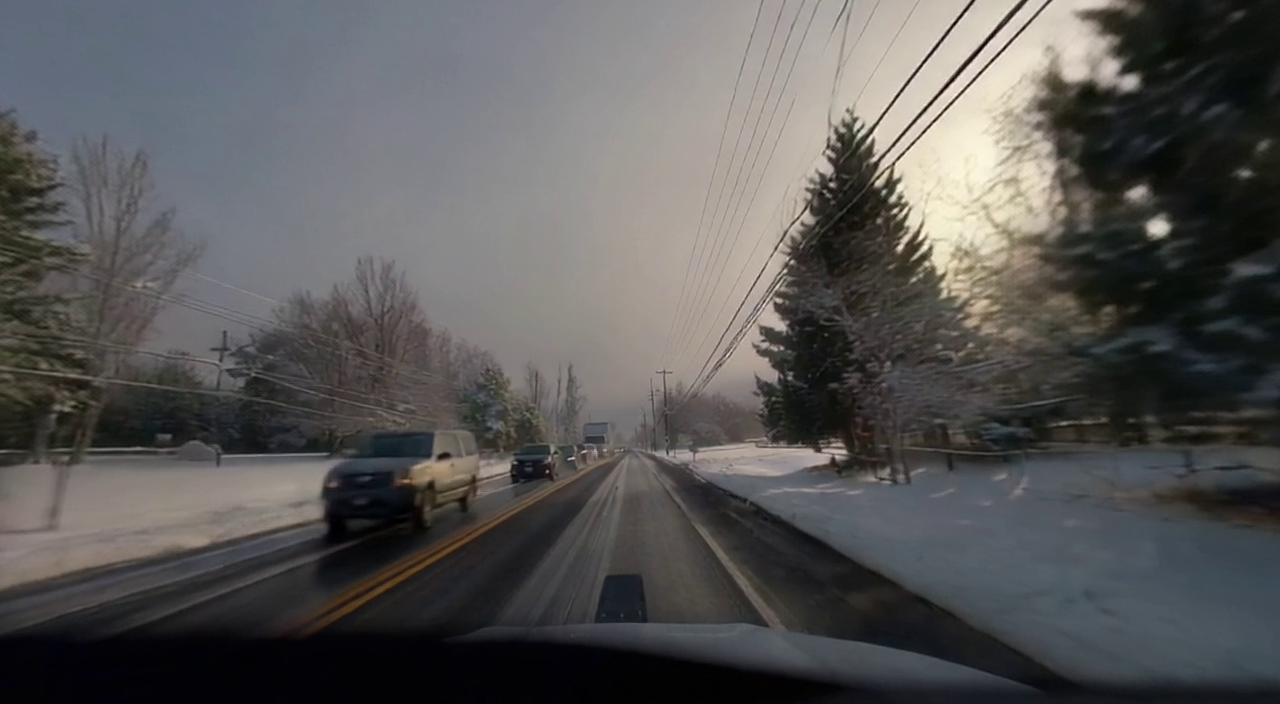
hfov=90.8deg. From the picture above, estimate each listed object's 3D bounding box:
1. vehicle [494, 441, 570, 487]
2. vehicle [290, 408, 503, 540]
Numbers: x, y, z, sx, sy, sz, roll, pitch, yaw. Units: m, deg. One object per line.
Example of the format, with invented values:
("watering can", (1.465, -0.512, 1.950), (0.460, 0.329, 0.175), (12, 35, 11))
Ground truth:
("vehicle", (-4.517, 4.734, 27.189), (2.284, 1.634, 4.756), (-3, -8, 1))
("vehicle", (-4.654, 2.376, 13.193), (2.549, 2.028, 5.180), (-3, -7, -2))
